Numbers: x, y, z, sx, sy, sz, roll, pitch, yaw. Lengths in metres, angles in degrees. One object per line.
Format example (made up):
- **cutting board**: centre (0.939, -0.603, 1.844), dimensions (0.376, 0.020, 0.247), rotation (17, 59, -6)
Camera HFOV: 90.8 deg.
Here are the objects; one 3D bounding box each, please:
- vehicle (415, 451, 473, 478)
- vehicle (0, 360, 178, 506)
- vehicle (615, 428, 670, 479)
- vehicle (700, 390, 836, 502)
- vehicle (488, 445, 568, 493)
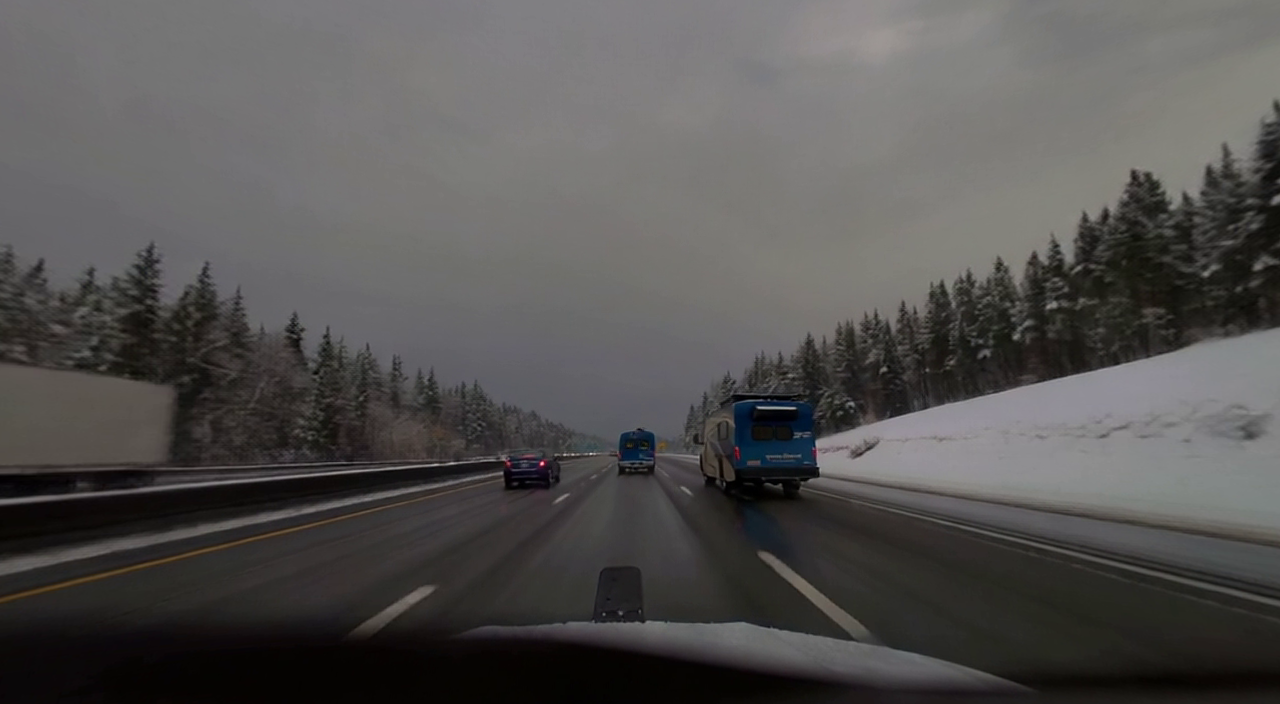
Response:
- **vehicle**: centre (-11.456, 6.560, 37.132), dimensions (1.966, 1.453, 4.217), rotation (0, -9, 1)
- **vehicle**: centre (-19.602, 2.215, 17.365), dimensions (2.914, 4.094, 14.271), rotation (0, -9, 0)
- **vehicle**: centre (0.093, 5.036, 31.342), dimensions (2.524, 2.310, 4.986), rotation (0, -9, 0)
- **vehicle**: centre (3.691, 3.001, 20.210), dimensions (2.607, 2.910, 7.252), rotation (0, -9, -2)
- **vehicle**: centre (-3.846, 4.094, 22.509), dimensions (1.959, 1.502, 4.559), rotation (0, -9, 0)
